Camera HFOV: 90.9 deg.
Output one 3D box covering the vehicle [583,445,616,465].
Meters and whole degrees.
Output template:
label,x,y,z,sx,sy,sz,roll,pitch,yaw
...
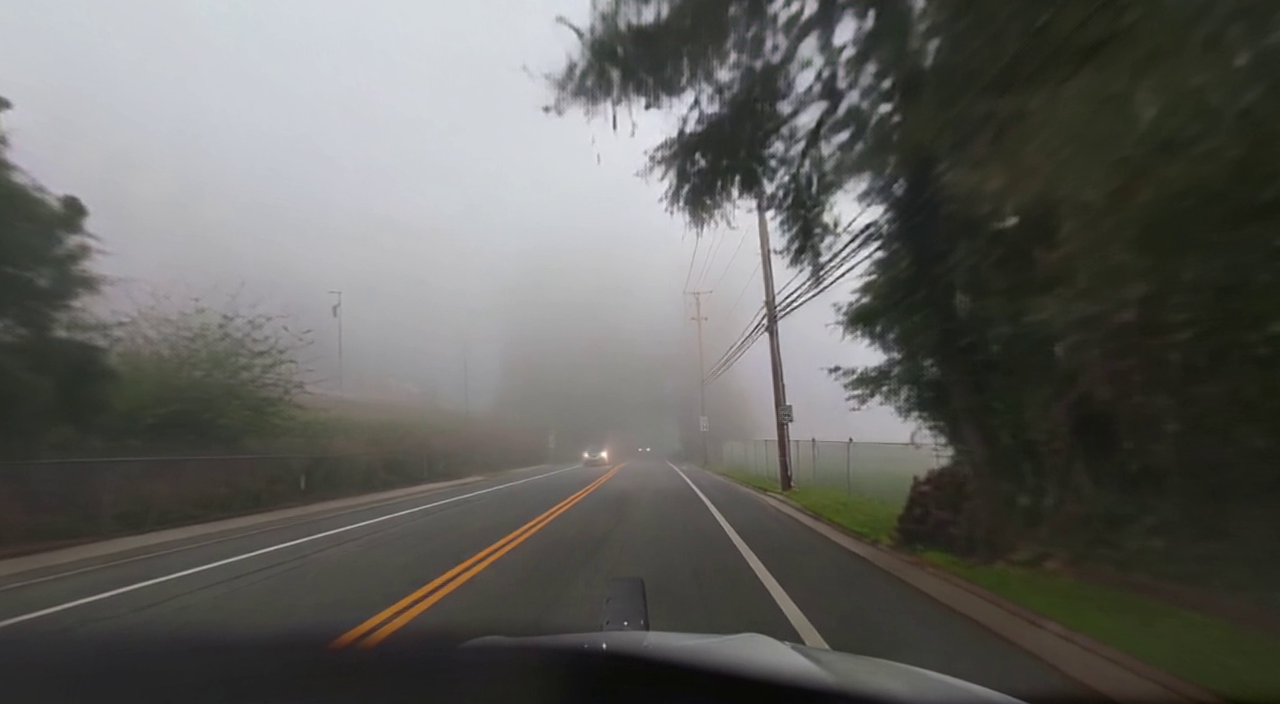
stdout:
label,x,y,z,sx,sy,sz,roll,pitch,yaw
vehicle,-3.075,7.956,48.714,1.975,1.481,4.445,-1,-9,3
